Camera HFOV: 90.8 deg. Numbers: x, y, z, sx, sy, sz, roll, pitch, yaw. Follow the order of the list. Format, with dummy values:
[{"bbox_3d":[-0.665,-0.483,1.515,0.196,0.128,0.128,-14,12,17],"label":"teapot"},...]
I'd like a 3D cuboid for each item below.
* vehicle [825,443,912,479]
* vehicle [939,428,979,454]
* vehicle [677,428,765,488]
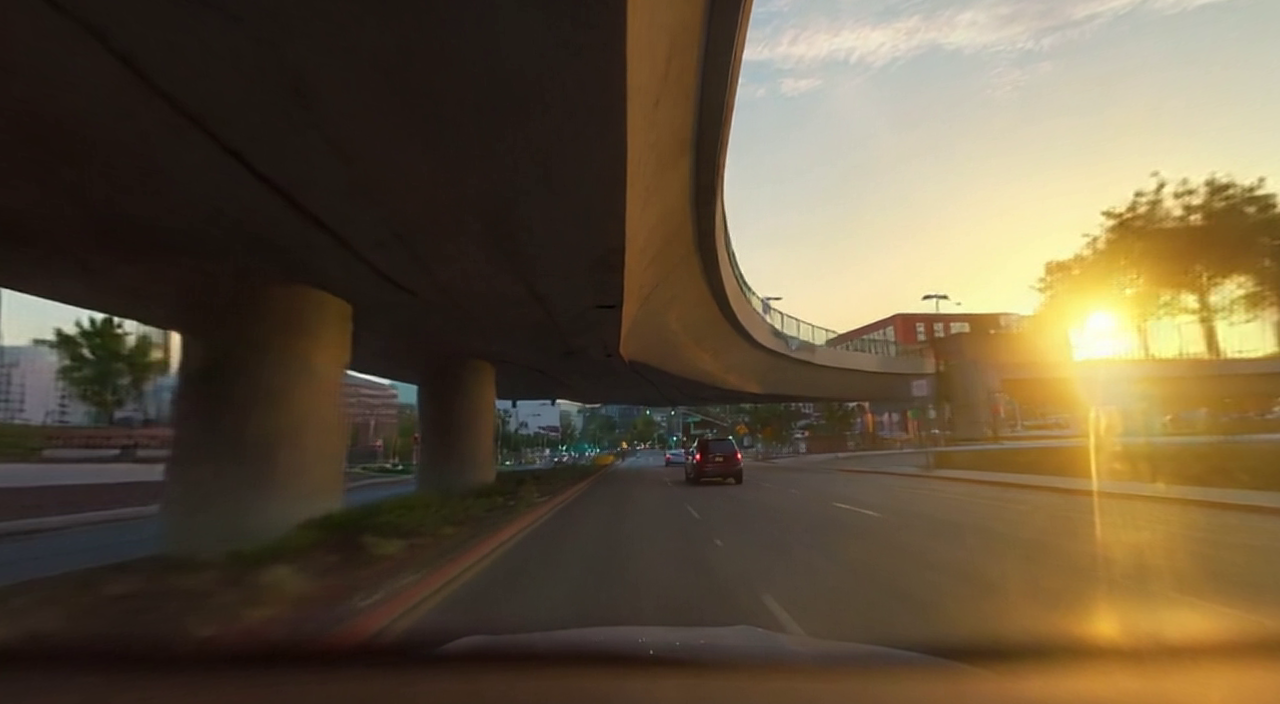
[{"bbox_3d":[10.130,4.859,28.503,1.989,1.472,5.054,0,-9,0],"label":"vehicle"},{"bbox_3d":[23.416,6.599,46.306,1.974,1.755,4.836,-6,-11,32],"label":"vehicle"},{"bbox_3d":[2.912,4.027,24.232,2.559,2.017,5.562,0,-9,0],"label":"vehicle"}]
